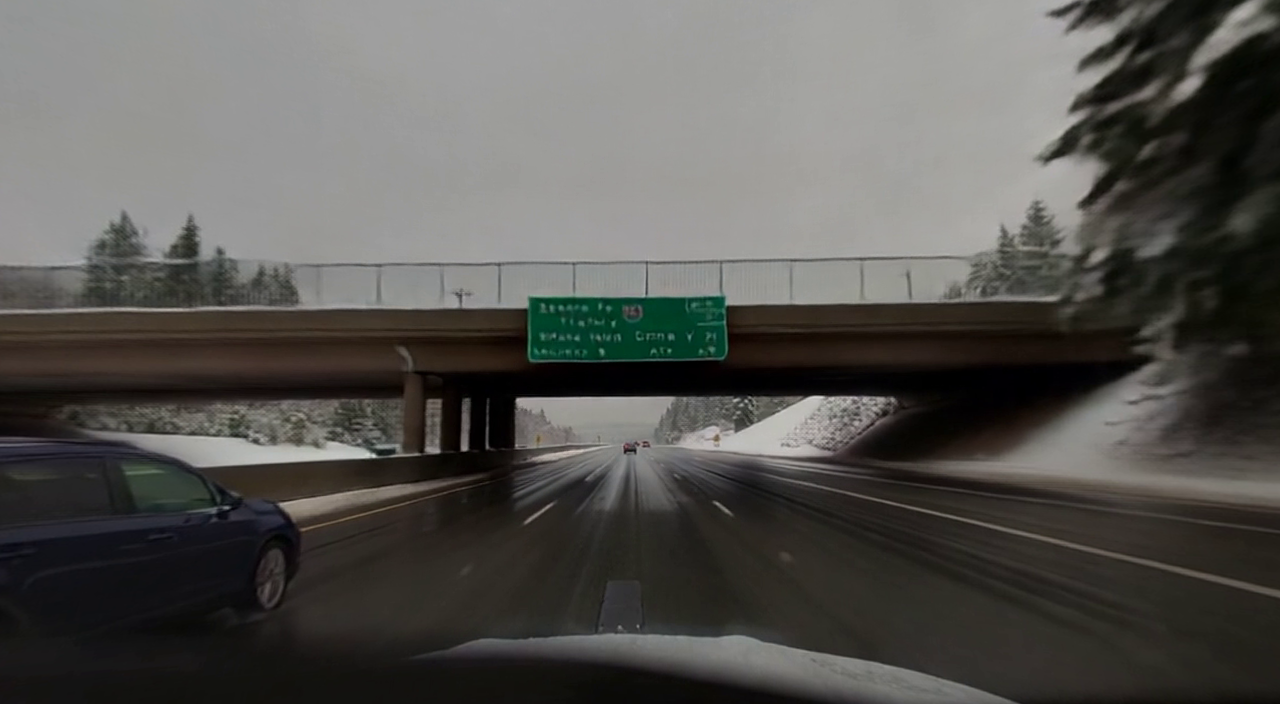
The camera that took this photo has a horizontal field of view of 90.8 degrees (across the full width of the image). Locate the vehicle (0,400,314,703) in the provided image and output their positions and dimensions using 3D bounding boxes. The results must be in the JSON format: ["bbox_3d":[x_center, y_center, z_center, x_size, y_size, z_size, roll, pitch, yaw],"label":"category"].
[{"bbox_3d":[-3.927,1.085,3.412,2.050,1.547,4.266,0,-8,0],"label":"vehicle"}]
